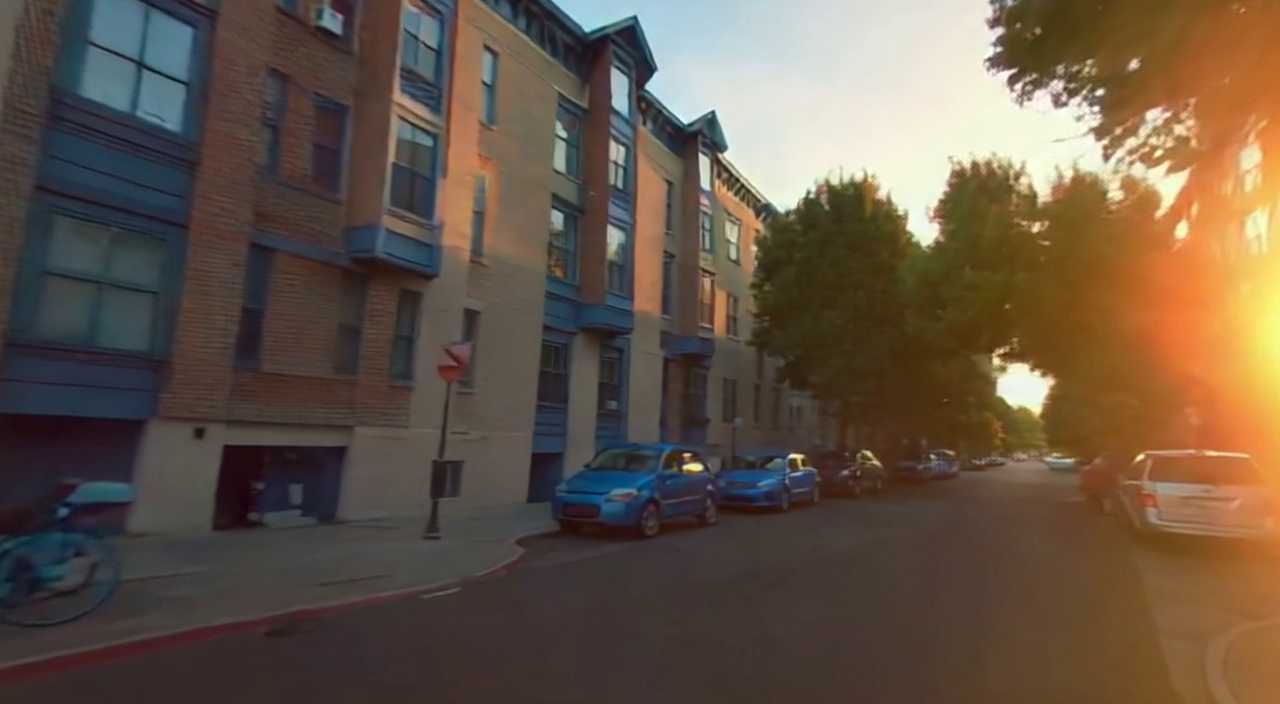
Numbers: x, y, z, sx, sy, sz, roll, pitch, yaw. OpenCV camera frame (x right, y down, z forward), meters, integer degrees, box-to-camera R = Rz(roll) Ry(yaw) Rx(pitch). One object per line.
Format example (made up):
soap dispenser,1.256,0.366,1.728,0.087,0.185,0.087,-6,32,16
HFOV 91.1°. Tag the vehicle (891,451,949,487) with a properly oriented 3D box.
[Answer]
vehicle,13.379,5.503,29.970,1.840,1.493,3.761,-5,-9,33

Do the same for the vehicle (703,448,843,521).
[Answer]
vehicle,3.384,3.094,15.335,1.830,1.427,4.294,-5,-9,33

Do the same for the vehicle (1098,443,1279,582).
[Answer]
vehicle,8.456,2.239,9.645,1.883,1.615,4.234,-5,-9,31

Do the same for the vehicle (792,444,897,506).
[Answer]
vehicle,6.466,3.709,19.602,1.942,1.629,4.302,-5,-9,34

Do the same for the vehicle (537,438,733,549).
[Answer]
vehicle,0.071,2.234,10.675,1.719,1.519,3.414,-5,-9,32
